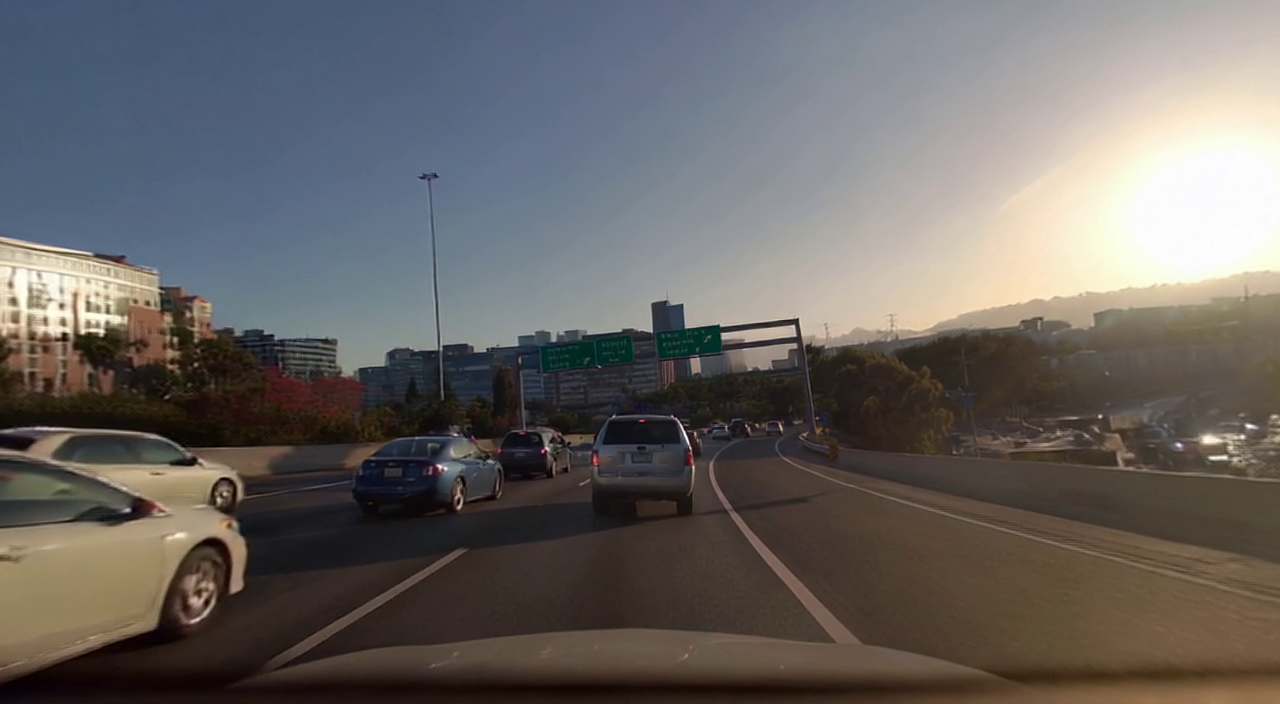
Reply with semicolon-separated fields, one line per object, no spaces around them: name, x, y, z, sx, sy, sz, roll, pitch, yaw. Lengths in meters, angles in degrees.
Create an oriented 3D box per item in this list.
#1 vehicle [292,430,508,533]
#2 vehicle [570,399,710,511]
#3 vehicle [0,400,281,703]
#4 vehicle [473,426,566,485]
vehicle;-3.996;2.223;11.458;2.087;1.481;4.225;0;-9;2
vehicle;0.074;2.367;14.807;2.616;2.063;5.933;0;-9;1
vehicle;-3.741;0.870;2.143;1.998;1.494;5.020;0;-9;1
vehicle;-3.818;3.380;20.837;1.953;1.729;4.377;0;-9;4
